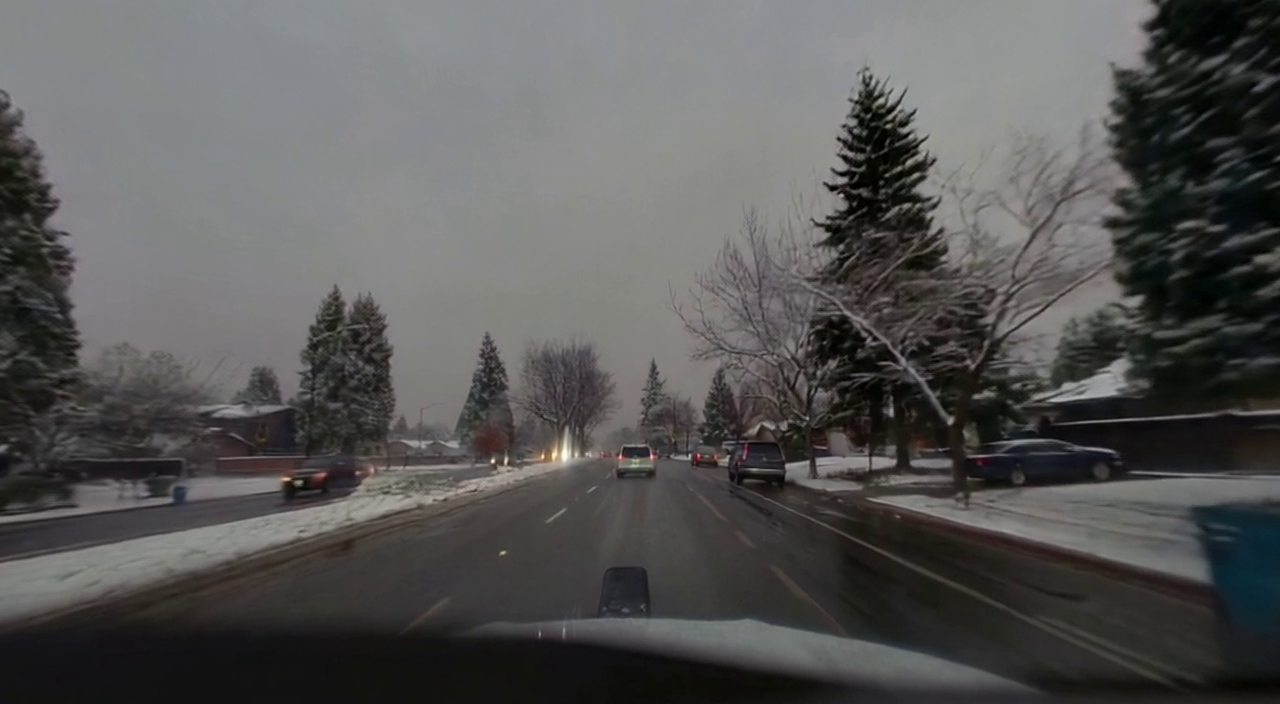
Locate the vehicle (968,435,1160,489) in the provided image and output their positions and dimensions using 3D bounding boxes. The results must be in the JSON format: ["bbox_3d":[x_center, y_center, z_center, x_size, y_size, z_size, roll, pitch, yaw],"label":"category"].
[{"bbox_3d":[12.369,3.214,18.611,4.297,1.478,1.866,0,-8,0],"label":"vehicle"}]

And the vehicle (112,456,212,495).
[{"bbox_3d":[-25.342,6.532,33.619,1.786,1.444,4.545,-4,-6,2],"label":"vehicle"}]

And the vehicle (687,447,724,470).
[{"bbox_3d":[4.613,7.507,44.780,2.020,1.518,4.255,0,-8,-2],"label":"vehicle"}]

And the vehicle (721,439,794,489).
[{"bbox_3d":[4.309,4.142,23.683,1.992,1.695,4.101,0,-8,1],"label":"vehicle"}]

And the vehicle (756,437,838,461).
[{"bbox_3d":[11.842,7.371,47.773,5.538,1.703,2.286,-1,-9,-1],"label":"vehicle"}]

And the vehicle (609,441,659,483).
[{"bbox_3d":[-0.248,4.795,27.855,2.024,1.655,4.301,0,-8,0],"label":"vehicle"}]

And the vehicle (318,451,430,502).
[{"bbox_3d":[-8.913,4.162,21.585,2.063,1.493,4.447,0,-8,-3],"label":"vehicle"}]

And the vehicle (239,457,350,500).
[{"bbox_3d":[-14.479,5.310,26.779,2.138,1.484,4.604,-2,-8,0],"label":"vehicle"}]
